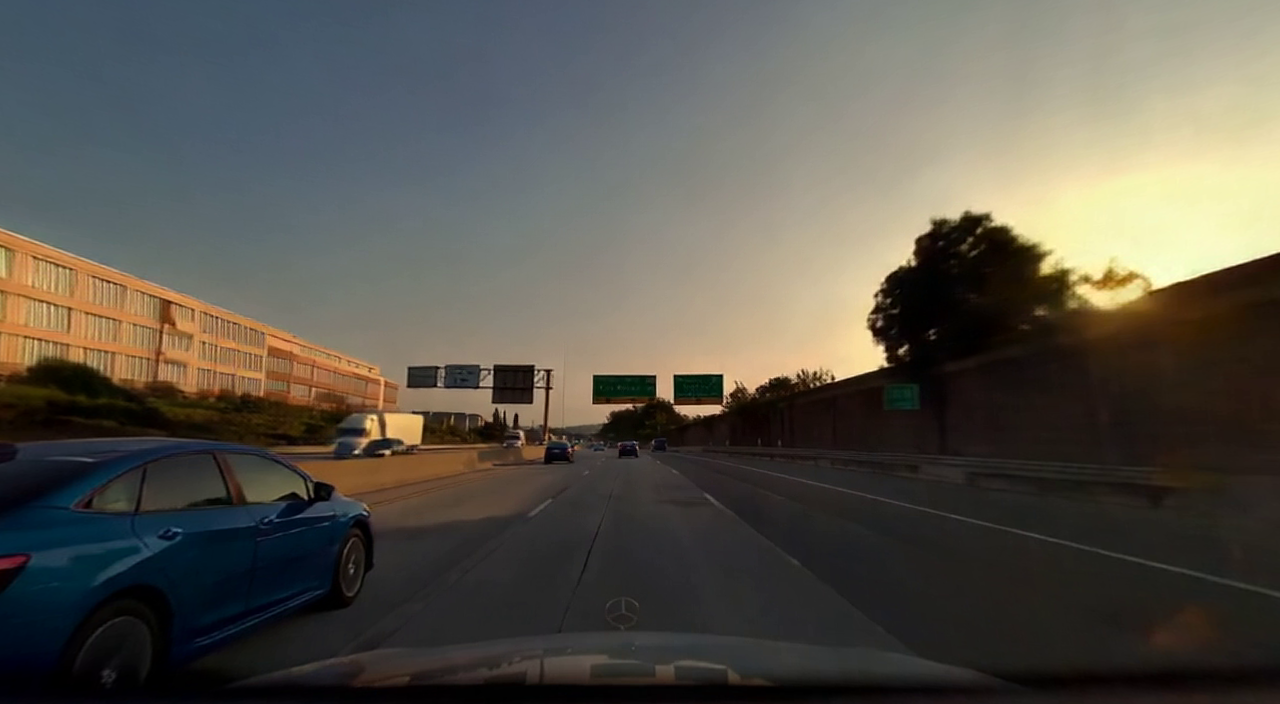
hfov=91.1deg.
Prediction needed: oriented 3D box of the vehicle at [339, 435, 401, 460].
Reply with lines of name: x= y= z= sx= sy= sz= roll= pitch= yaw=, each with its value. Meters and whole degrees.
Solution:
vehicle: x=-17.070 y=6.070 z=39.997 sx=1.846 sy=1.486 sz=4.873 roll=0 pitch=-8 yaw=-1

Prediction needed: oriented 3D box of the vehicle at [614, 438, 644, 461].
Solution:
vehicle: x=-0.897 y=7.587 z=49.005 sx=2.196 sy=1.699 sz=4.499 roll=0 pitch=-8 yaw=-2

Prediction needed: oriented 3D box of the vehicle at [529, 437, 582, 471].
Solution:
vehicle: x=-4.331 y=5.280 z=32.840 sx=2.271 sy=1.626 sz=4.463 roll=0 pitch=-8 yaw=-1
